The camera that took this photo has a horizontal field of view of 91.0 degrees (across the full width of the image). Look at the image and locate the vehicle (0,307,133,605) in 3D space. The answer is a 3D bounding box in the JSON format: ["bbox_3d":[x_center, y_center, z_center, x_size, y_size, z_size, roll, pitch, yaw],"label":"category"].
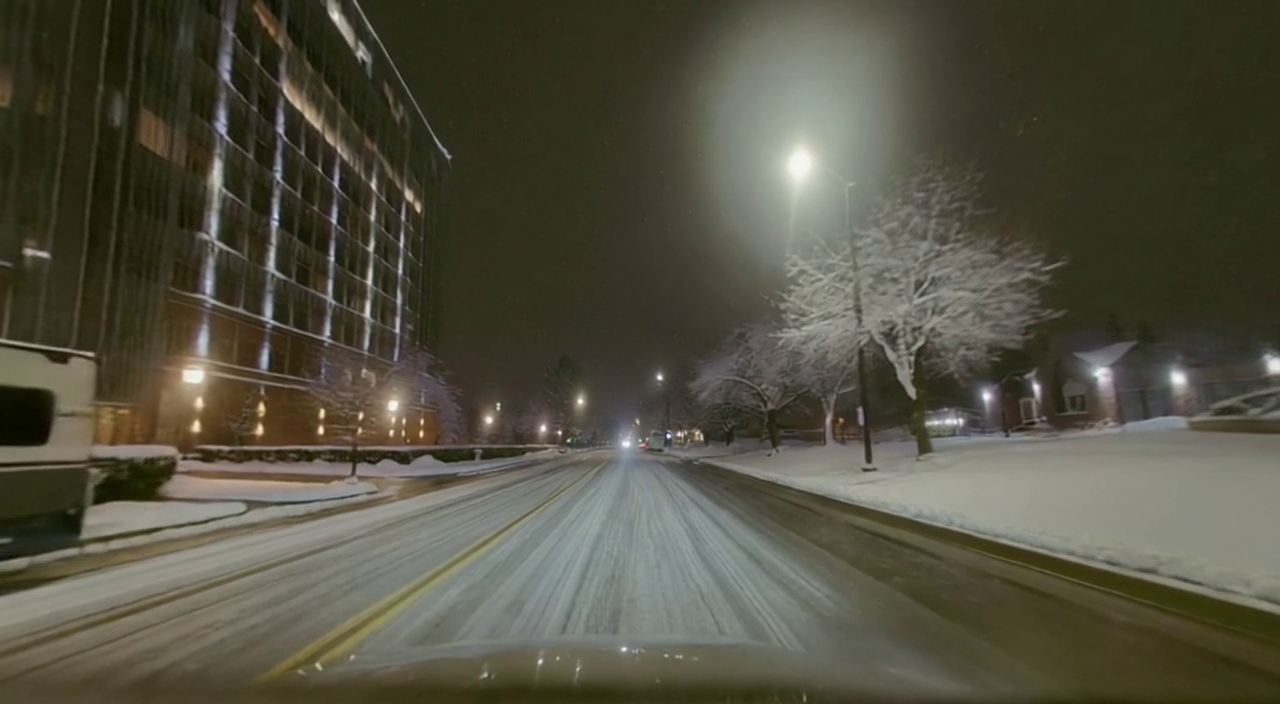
[{"bbox_3d":[-7.436,0.610,3.293,3.108,2.771,7.999,1,-8,-2],"label":"vehicle"}]
